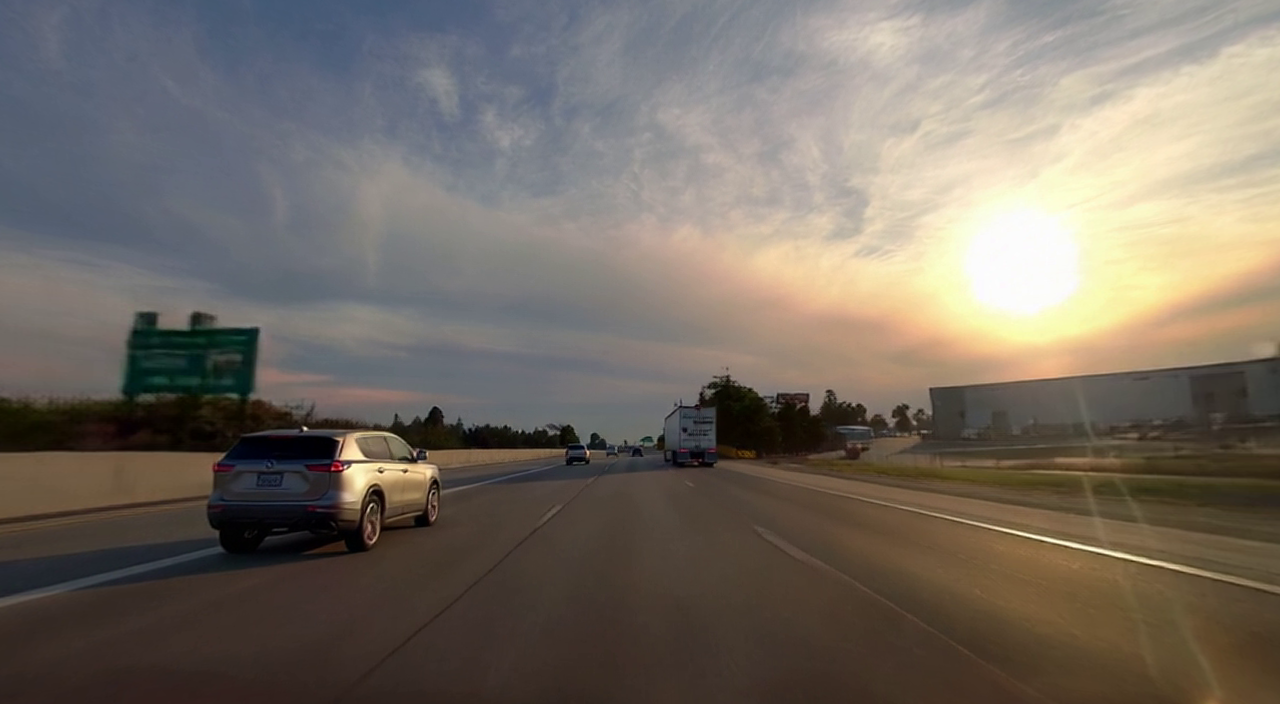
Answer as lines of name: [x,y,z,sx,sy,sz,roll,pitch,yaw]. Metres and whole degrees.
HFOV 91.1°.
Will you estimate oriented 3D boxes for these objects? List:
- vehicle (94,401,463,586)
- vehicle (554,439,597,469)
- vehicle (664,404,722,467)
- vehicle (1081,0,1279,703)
vehicle: [-4.155,1.723,8.452,2.202,1.760,4.617,0,-9,0]
vehicle: [-3.862,6.201,38.332,2.139,1.716,4.530,0,-9,0]
vehicle: [3.895,6.756,49.861,2.998,4.236,13.886,0,-9,-2]
vehicle: [4.280,-0.479,0.585,3.030,3.918,6.108,0,-9,0]
